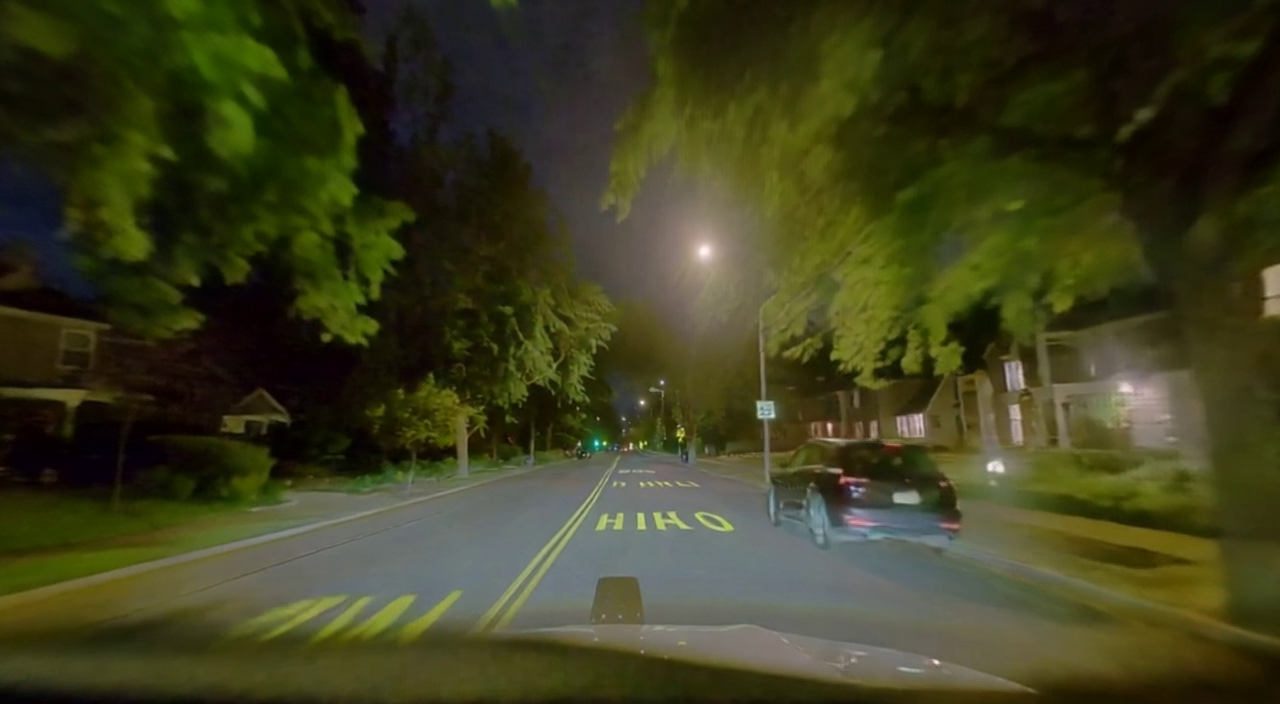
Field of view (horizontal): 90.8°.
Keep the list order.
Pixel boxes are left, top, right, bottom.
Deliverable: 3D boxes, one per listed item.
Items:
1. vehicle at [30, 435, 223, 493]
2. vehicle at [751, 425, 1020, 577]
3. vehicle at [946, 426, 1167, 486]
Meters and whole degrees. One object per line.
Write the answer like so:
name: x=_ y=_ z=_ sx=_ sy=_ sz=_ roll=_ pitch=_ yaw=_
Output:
vehicle: x=-16.314 y=3.565 z=20.284 sx=4.331 sy=1.738 sz=2.067 roll=0 pitch=-9 yaw=1
vehicle: x=3.071 y=1.951 z=9.192 sx=1.988 sy=1.618 sz=4.567 roll=0 pitch=-8 yaw=-1
vehicle: x=11.141 y=2.809 z=17.182 sx=4.472 sy=1.481 sz=2.143 roll=0 pitch=-8 yaw=0
